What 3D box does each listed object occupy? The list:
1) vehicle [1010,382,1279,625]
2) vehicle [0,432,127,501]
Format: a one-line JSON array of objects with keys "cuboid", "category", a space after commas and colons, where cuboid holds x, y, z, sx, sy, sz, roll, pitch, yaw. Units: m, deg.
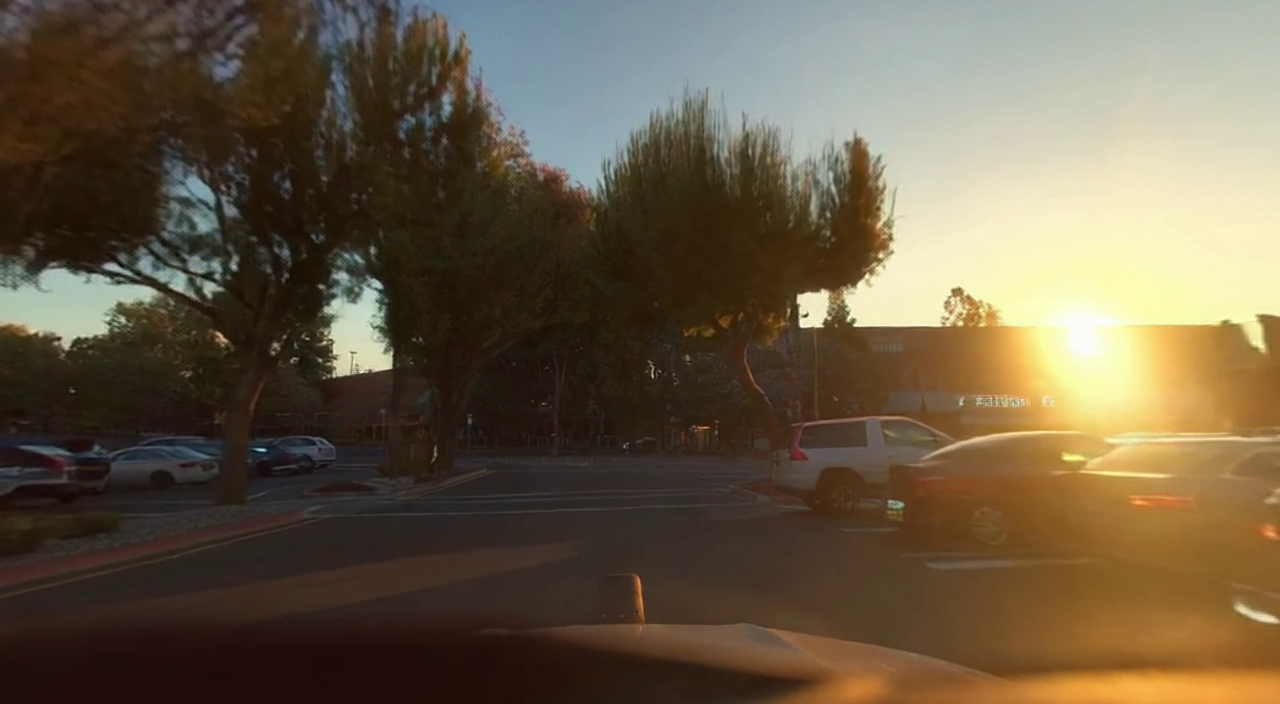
[{"cuboid": [6.226, 1.263, 5.850, 4.255, 1.729, 2.136, 1, -8, -5], "category": "vehicle"}, {"cuboid": [-16.359, 2.948, 16.393, 4.454, 1.684, 1.908, 6, -10, -35], "category": "vehicle"}]
